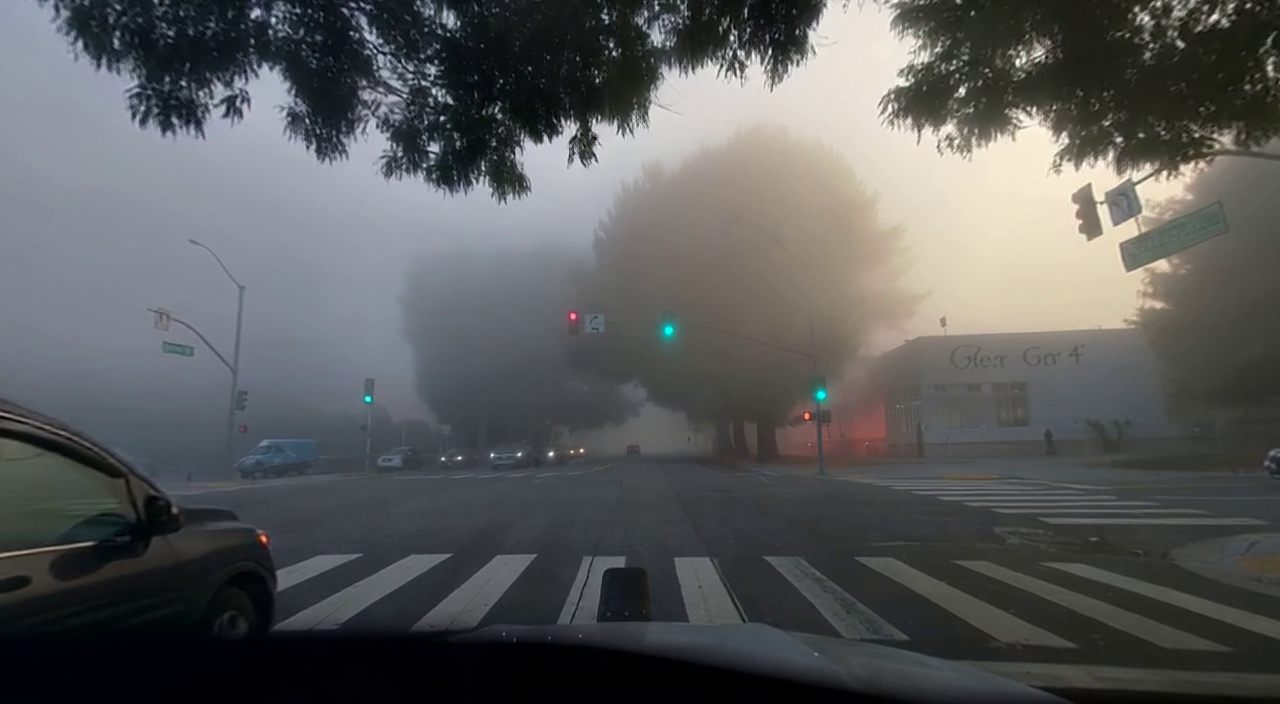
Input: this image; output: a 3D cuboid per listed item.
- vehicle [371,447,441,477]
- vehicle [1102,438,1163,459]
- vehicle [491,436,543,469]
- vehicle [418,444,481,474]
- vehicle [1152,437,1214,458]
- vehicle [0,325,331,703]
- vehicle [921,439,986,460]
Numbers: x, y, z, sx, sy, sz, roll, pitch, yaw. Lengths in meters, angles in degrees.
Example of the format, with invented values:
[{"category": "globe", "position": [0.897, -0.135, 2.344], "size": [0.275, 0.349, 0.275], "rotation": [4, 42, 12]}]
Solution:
[{"category": "vehicle", "position": [-12.997, 6.120, 35.363], "size": [2.011, 1.480, 4.747], "rotation": [0, -8, 2]}, {"category": "vehicle", "position": [38.485, 7.565, 49.391], "size": [1.837, 1.514, 4.786], "rotation": [-2, -9, 12]}, {"category": "vehicle", "position": [-7.177, 5.911, 37.399], "size": [2.081, 1.818, 4.782], "rotation": [0, -8, 1]}, {"category": "vehicle", "position": [-10.633, 5.971, 35.601], "size": [2.041, 1.548, 4.868], "rotation": [0, -8, 0]}, {"category": "vehicle", "position": [41.073, 7.233, 47.768], "size": [1.767, 1.456, 4.191], "rotation": [-4, -10, 15]}, {"category": "vehicle", "position": [-3.507, 0.856, 2.848], "size": [2.000, 1.789, 4.638], "rotation": [1, -8, -2]}, {"category": "vehicle", "position": [21.499, 6.677, 43.258], "size": [3.576, 1.425, 1.702], "rotation": [2, -8, -11]}]
